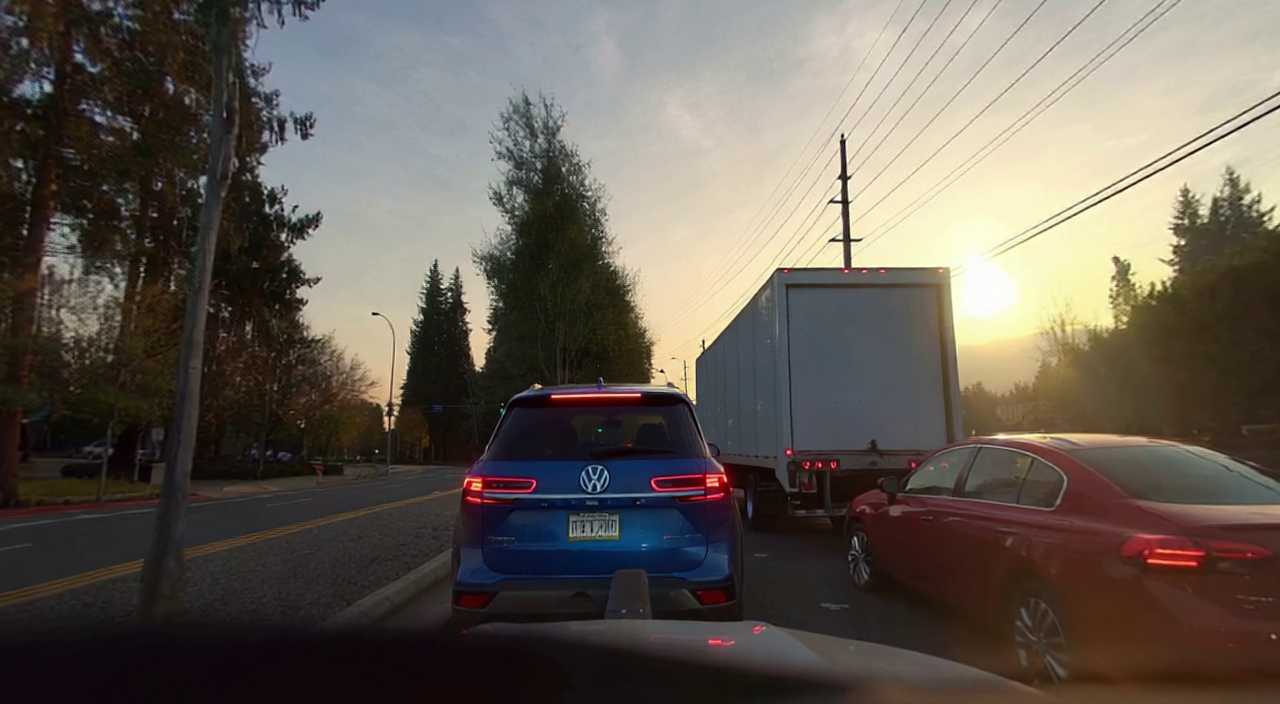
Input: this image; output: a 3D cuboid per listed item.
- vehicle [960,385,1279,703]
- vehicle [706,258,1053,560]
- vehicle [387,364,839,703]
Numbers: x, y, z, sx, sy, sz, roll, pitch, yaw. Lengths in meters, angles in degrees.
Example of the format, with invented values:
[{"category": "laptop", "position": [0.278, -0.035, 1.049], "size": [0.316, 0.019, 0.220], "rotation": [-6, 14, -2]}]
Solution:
[{"category": "vehicle", "position": [2.828, 0.751, 1.196], "size": [1.971, 1.484, 4.728], "rotation": [0, -8, 0]}, {"category": "vehicle", "position": [3.233, 1.256, 11.840], "size": [2.915, 3.559, 8.848], "rotation": [0, -8, -1]}, {"category": "vehicle", "position": [-0.121, 1.230, 5.143], "size": [2.114, 1.732, 4.230], "rotation": [0, -8, 0]}]
